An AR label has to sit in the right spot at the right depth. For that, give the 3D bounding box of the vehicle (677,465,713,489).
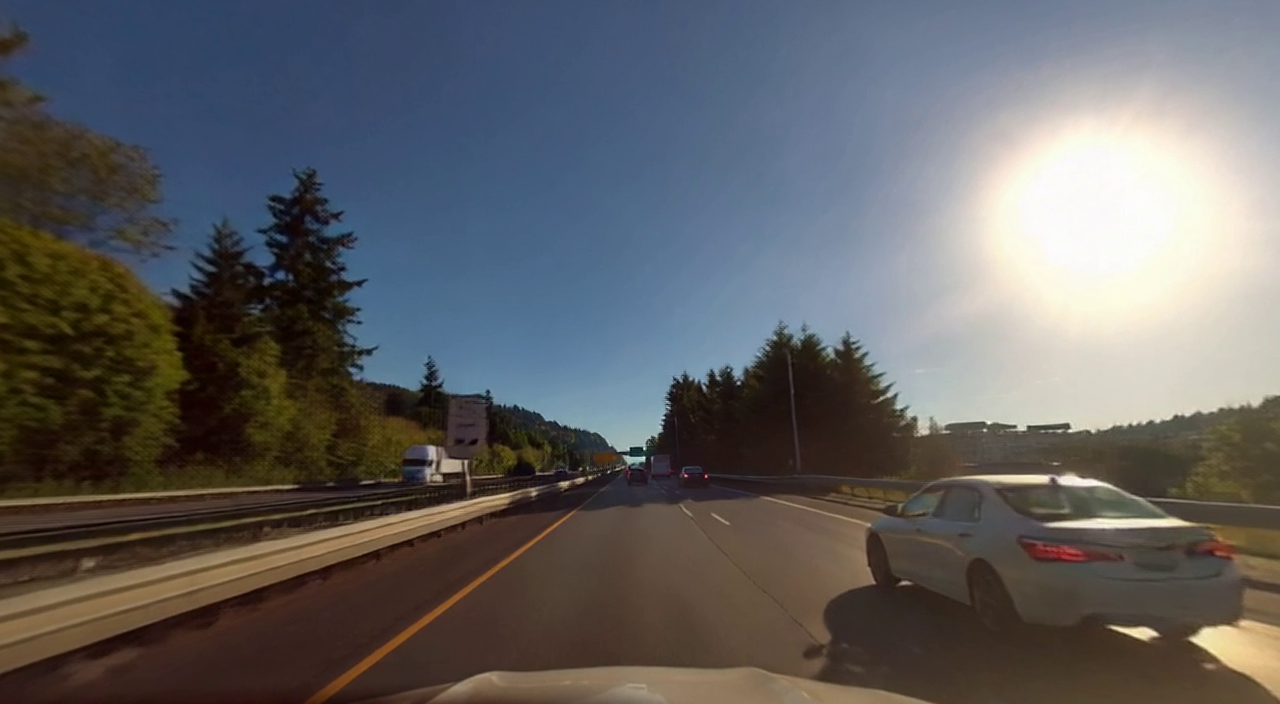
[{"bbox_3d":[3.645,8.370,42.221,1.976,1.467,3.783,1,-10,-2],"label":"vehicle"}]

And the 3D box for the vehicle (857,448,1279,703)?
[{"bbox_3d":[3.954,1.713,5.900,2.018,1.426,4.941,1,-10,-1],"label":"vehicle"}]

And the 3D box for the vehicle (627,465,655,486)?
[{"bbox_3d":[0.065,8.969,45.854,1.980,1.483,3.865,1,-10,0],"label":"vehicle"}]
